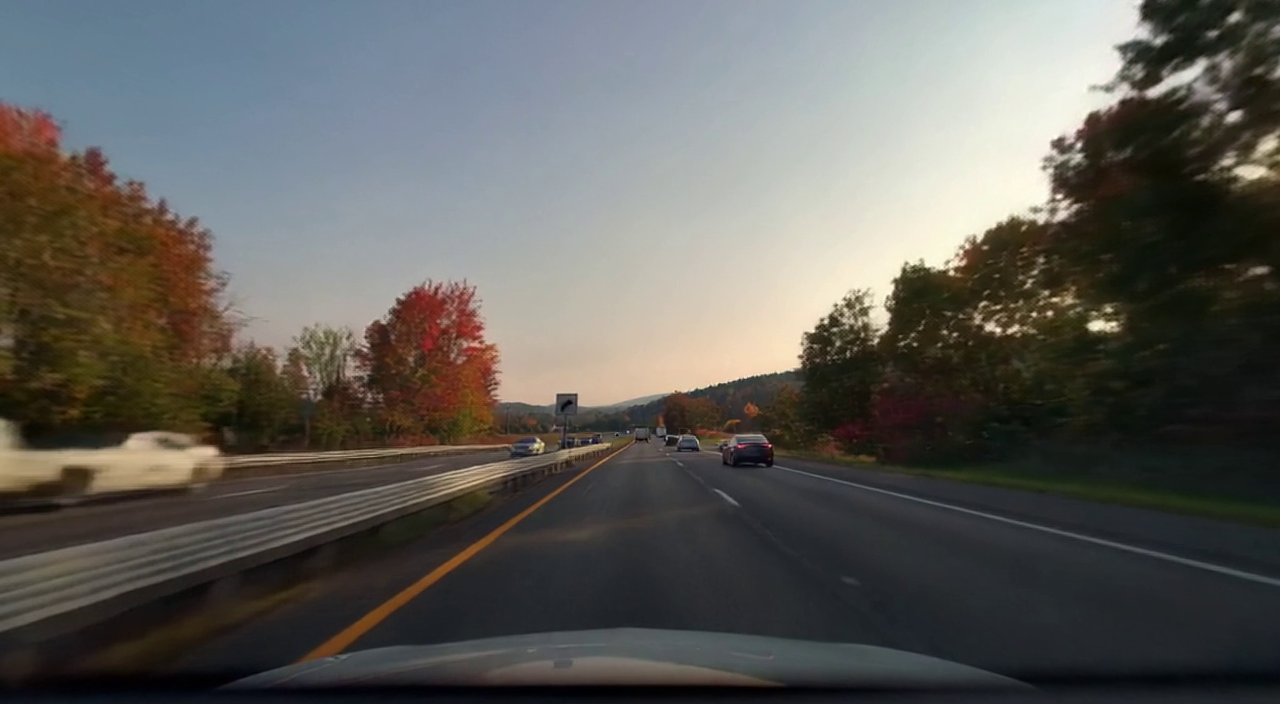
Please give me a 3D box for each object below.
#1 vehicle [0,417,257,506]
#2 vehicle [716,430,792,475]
[{"bbox_3d":[-13.231,2.848,16.903,2.121,1.933,5.948,-1,-8,0],"label":"vehicle"},{"bbox_3d":[4.193,3.779,23.843,2.024,1.516,4.197,0,-8,-1],"label":"vehicle"}]
